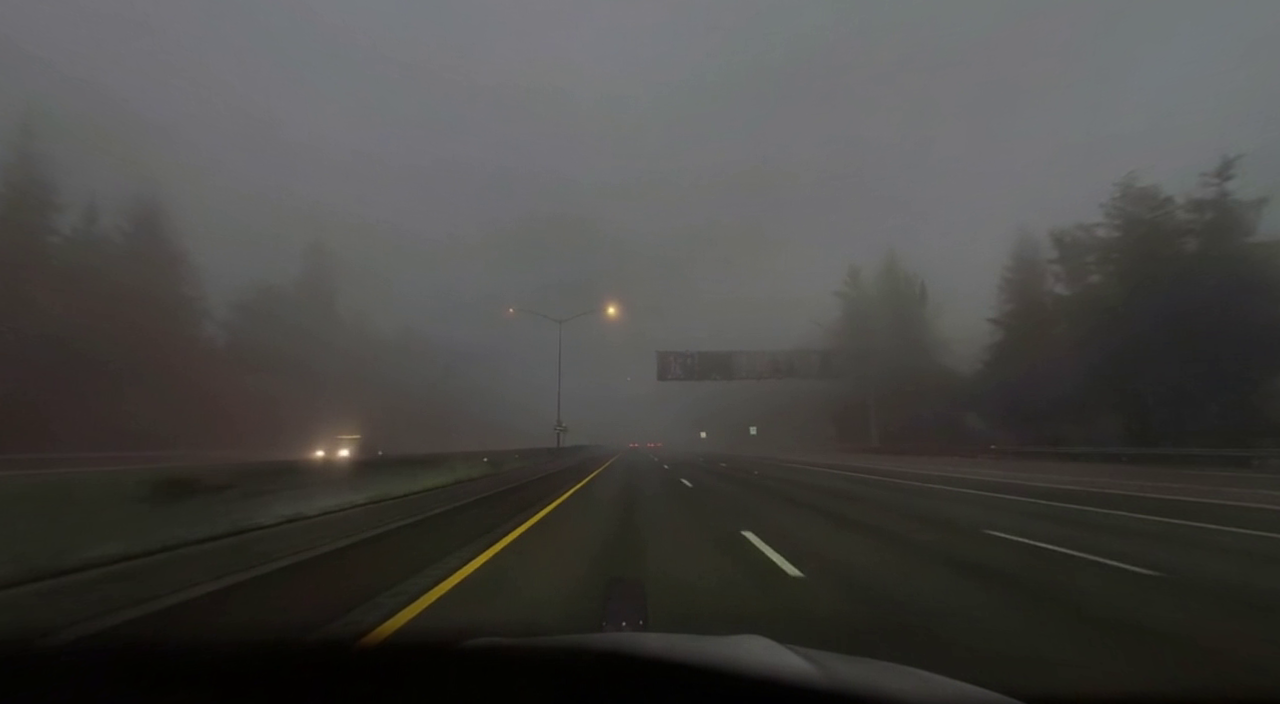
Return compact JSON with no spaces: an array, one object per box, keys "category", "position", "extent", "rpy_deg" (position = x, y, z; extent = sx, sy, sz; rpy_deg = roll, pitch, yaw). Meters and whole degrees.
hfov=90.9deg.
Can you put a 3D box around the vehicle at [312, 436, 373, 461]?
[{"category":"vehicle","position":[-22.128,7.185,47.116],"extent":[2.215,1.729,4.730],"rpy_deg":[0,-8,0]}]
